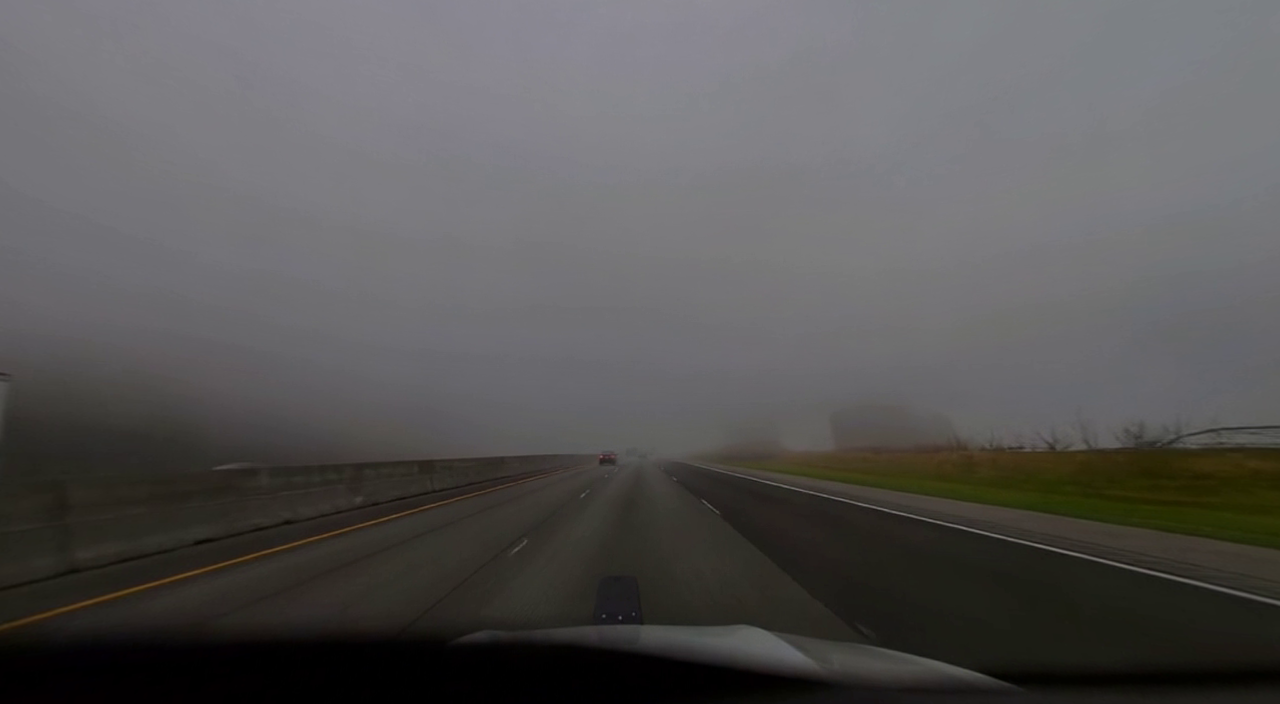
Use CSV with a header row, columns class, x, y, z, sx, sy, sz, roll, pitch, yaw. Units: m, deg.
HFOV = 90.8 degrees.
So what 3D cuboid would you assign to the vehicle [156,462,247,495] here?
class,x,y,z,sx,sy,sz,roll,pitch,yaw
vehicle,-22.285,6.409,32.252,1.769,1.453,3.954,0,-9,1
